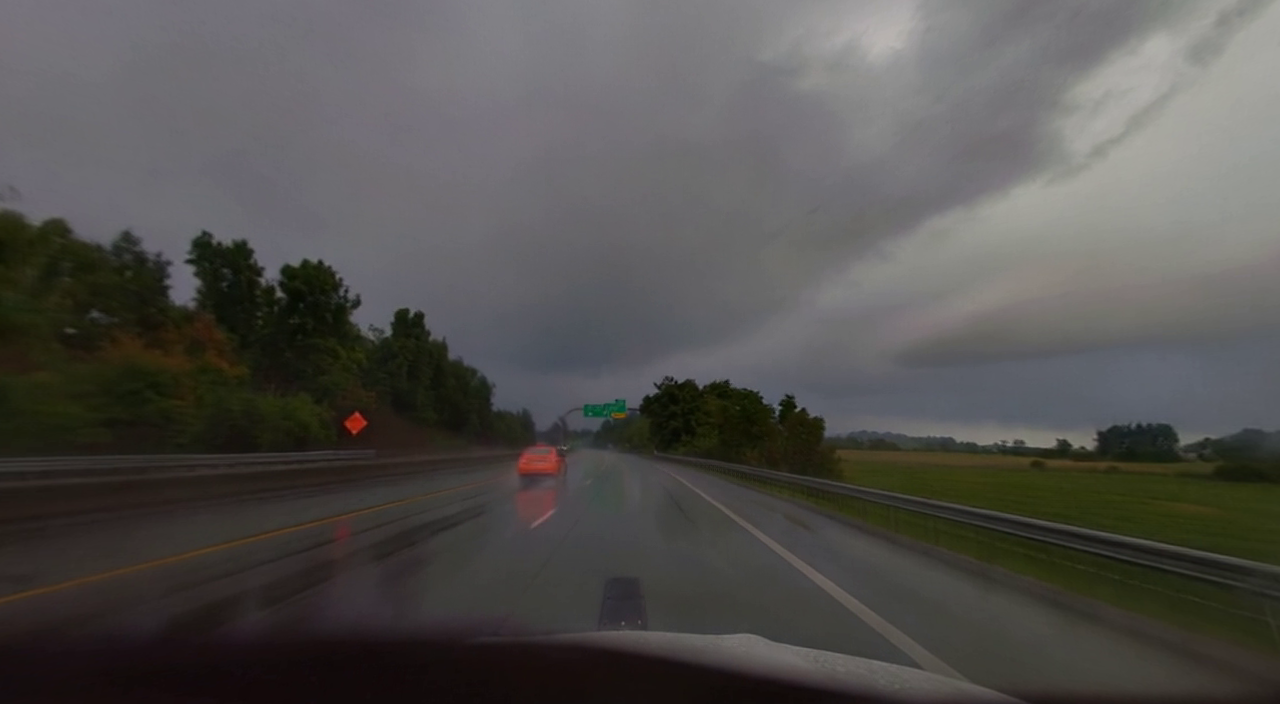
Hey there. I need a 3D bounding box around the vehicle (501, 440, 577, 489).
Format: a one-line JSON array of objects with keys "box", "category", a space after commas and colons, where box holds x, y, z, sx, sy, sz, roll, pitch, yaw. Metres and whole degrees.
[{"box": [-3.403, 3.864, 22.000, 1.990, 1.532, 3.911, 0, -9, 0], "category": "vehicle"}]
